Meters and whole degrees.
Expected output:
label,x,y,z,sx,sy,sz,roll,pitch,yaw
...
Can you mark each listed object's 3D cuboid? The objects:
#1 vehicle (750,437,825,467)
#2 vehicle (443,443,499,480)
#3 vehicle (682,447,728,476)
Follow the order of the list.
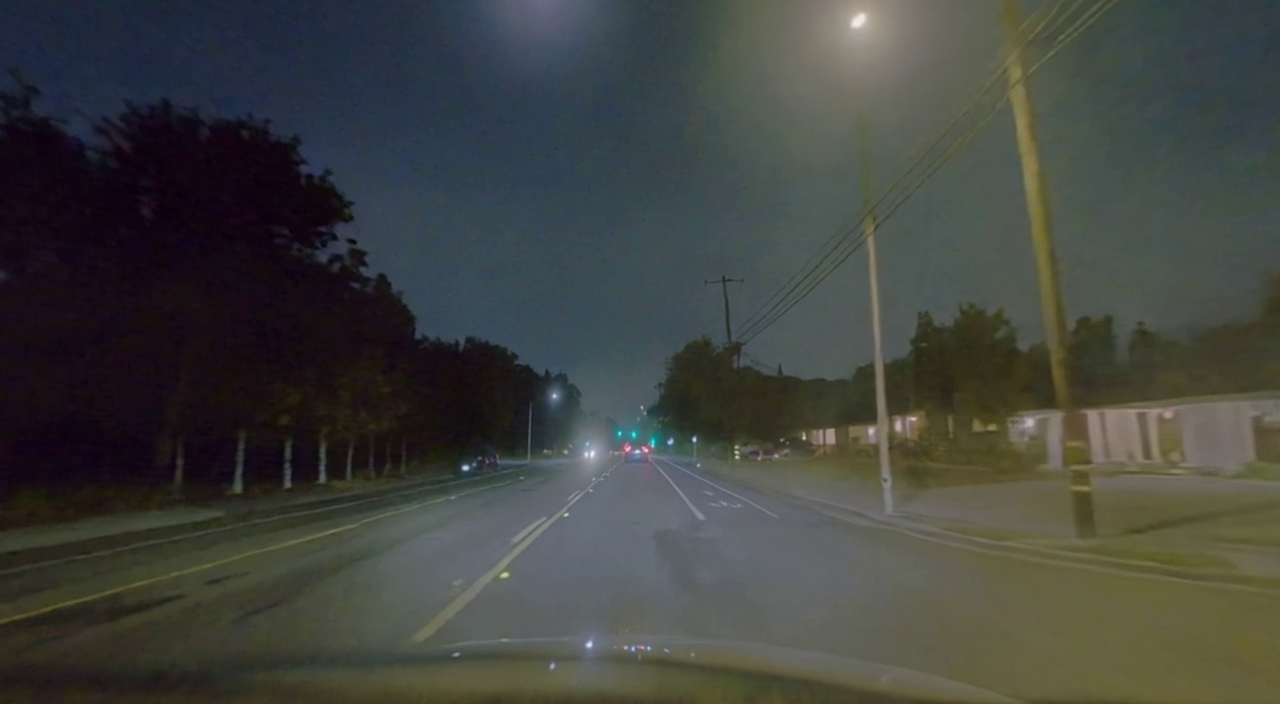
label,x,y,z,sx,sy,sz,roll,pitch,yaw
vehicle,10.563,7.196,45.433,4.709,1.743,1.965,-3,-8,-8
vehicle,-11.144,7.187,41.970,2.111,2.050,5.328,-6,-8,0
vehicle,3.740,6.408,37.197,2.167,1.535,4.464,0,-8,-1
